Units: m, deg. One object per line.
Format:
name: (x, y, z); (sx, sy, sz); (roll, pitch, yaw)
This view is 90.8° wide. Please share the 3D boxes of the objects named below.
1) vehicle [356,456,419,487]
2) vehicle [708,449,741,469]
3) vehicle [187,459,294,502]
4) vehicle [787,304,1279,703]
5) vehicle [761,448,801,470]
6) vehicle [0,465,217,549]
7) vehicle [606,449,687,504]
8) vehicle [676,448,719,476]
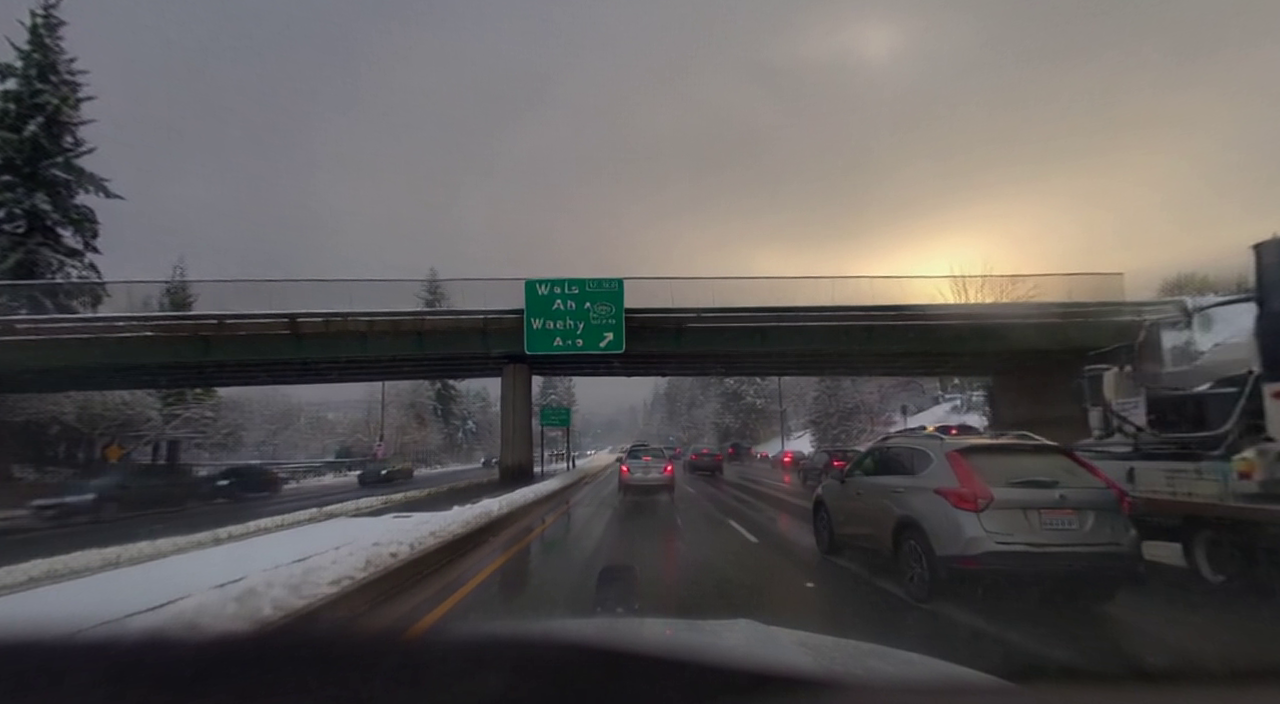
vehicle: (-15.158, 7.152, 38.228); (2.009, 1.670, 4.583); (0, -9, -2)
vehicle: (6.399, 8.155, 48.380); (1.947, 1.466, 3.825); (0, -9, -1)
vehicle: (-19.013, 6.094, 30.380); (1.983, 1.800, 4.811); (0, -9, 0)
vehicle: (3.426, 1.212, 5.799); (2.719, 2.033, 5.876); (0, -9, 0)
vehicle: (9.864, 7.486, 44.407); (1.839, 1.453, 3.992); (0, -9, -1)
vehicle: (-12.178, 3.368, 14.362); (1.927, 1.439, 4.537); (0, -9, 1)
vehicle: (0.146, 3.425, 17.817); (2.027, 1.341, 3.775); (0, -9, 0)
vehicle: (3.126, 6.073, 35.153); (1.962, 1.431, 4.205); (0, -9, -1)
